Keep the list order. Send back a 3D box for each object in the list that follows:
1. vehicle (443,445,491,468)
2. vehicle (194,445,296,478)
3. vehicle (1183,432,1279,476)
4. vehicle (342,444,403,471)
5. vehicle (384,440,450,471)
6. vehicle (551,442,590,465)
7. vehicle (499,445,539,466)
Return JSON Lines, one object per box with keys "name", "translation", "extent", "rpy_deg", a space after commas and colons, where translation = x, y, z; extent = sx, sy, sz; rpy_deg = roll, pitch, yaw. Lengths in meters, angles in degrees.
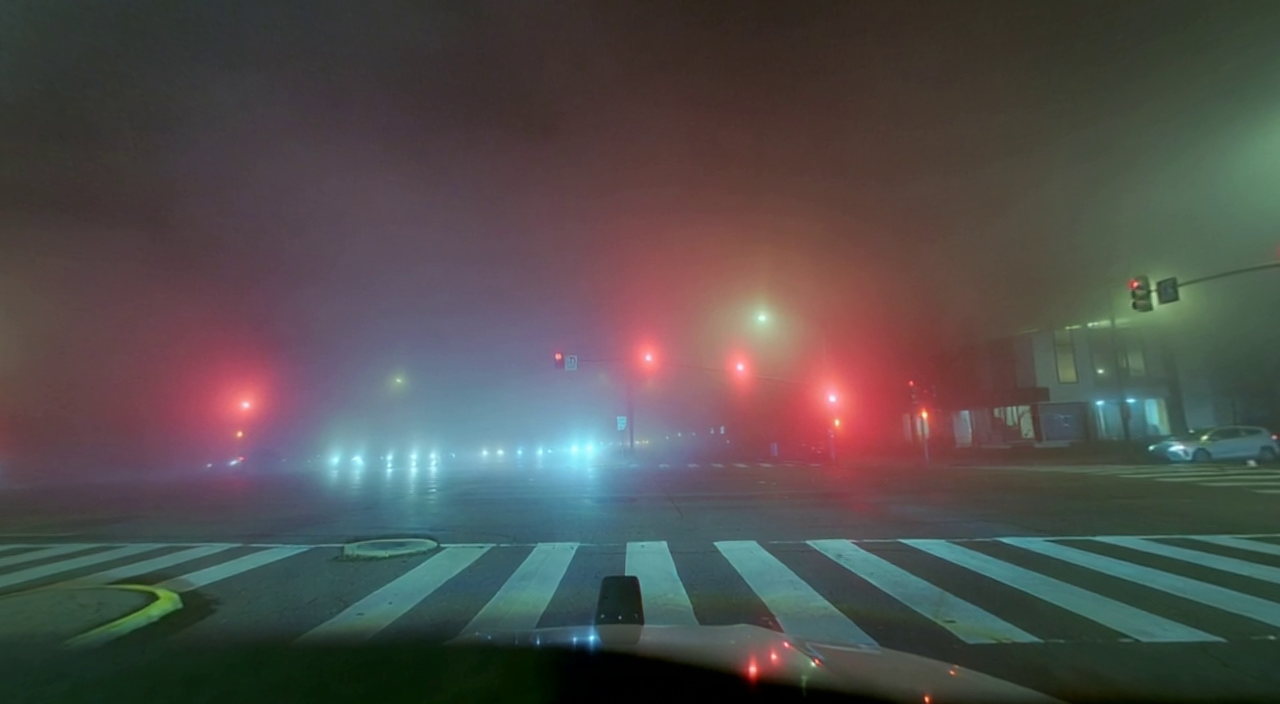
{"name": "vehicle", "translation": [-11.657, 7.072, 42.685], "extent": [1.911, 1.476, 4.297], "rpy_deg": [-1, -9, 2]}
{"name": "vehicle", "translation": [-23.289, 6.437, 37.329], "extent": [2.032, 1.839, 4.884], "rpy_deg": [-3, -9, 16]}
{"name": "vehicle", "translation": [22.307, 3.581, 22.246], "extent": [4.474, 1.477, 1.908], "rpy_deg": [0, -9, -2]}
{"name": "vehicle", "translation": [-18.585, 7.348, 44.002], "extent": [2.237, 1.801, 4.541], "rpy_deg": [0, -9, 1]}
{"name": "vehicle", "translation": [-15.151, 7.035, 43.151], "extent": [2.340, 1.946, 5.450], "rpy_deg": [0, -9, 2]}
{"name": "vehicle", "translation": [-4.551, 6.711, 41.673], "extent": [1.954, 1.431, 4.050], "rpy_deg": [0, -9, 2]}
{"name": "vehicle", "translation": [-8.115, 7.004, 42.605], "extent": [1.910, 1.321, 3.692], "rpy_deg": [0, -9, 2]}
